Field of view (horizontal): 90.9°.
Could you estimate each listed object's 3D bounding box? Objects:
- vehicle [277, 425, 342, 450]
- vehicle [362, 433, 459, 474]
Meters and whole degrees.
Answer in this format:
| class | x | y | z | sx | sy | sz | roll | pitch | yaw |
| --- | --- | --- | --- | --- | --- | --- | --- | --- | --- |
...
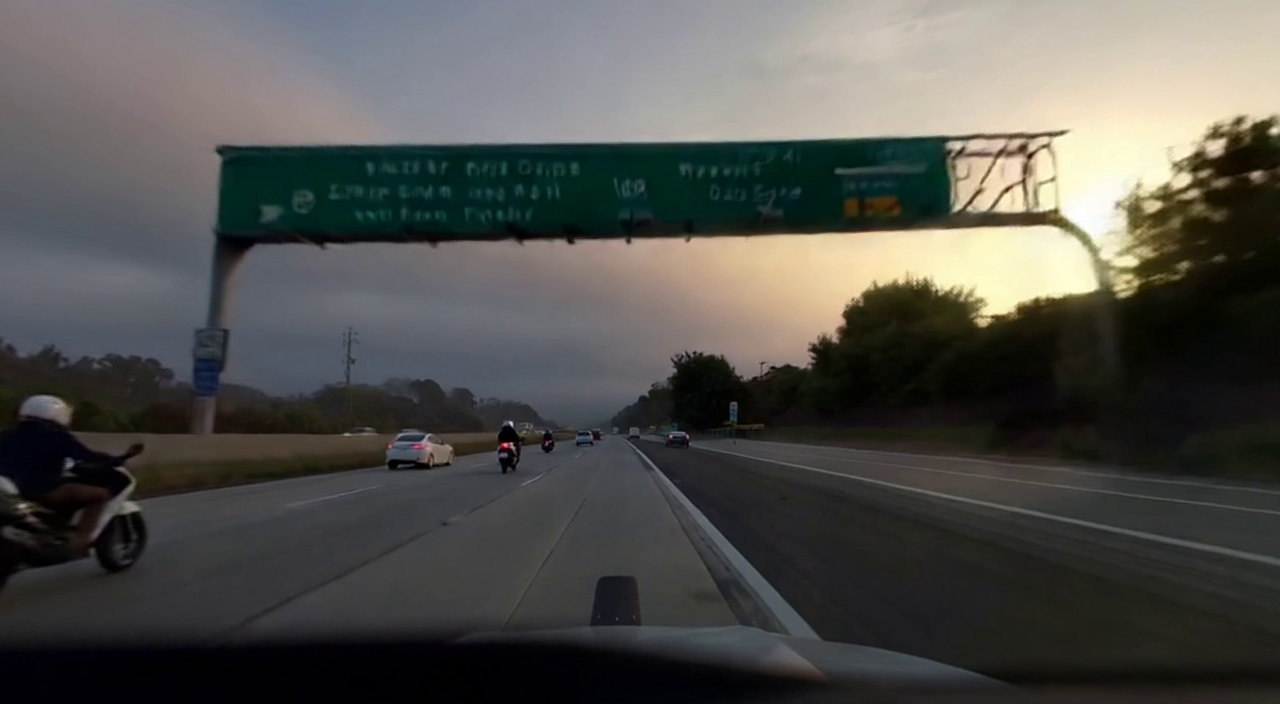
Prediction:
| class | x | y | z | sx | sy | sz | roll | pitch | yaw |
| --- | --- | --- | --- | --- | --- | --- | --- | --- | --- |
| vehicle | -21.560 | 5.610 | 41.297 | 1.845 | 1.497 | 4.587 | 0 | -8 | -1 |
| vehicle | -8.673 | 3.868 | 24.336 | 2.053 | 1.409 | 4.704 | 0 | -8 | -1 |
